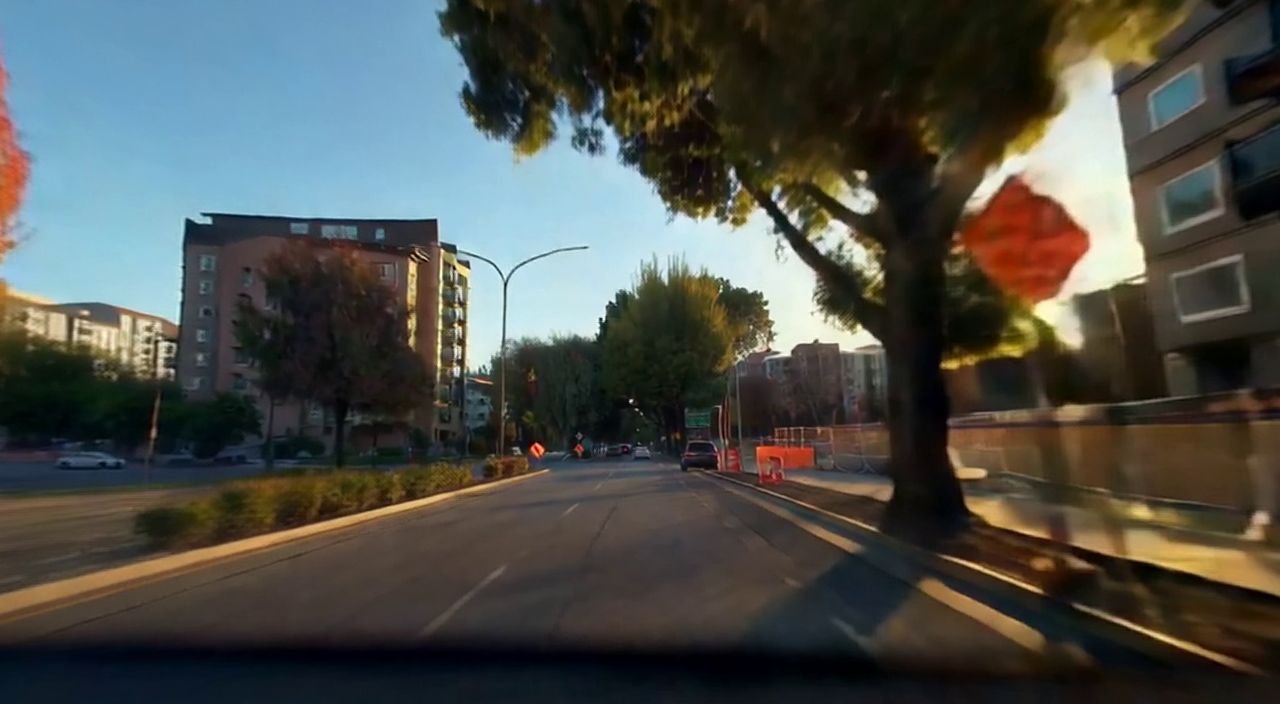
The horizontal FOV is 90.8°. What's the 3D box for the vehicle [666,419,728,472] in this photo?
[{"bbox_3d":[3.061,5.113,34.694,2.849,2.686,3.176,-1,-8,-4],"label":"vehicle"}]
